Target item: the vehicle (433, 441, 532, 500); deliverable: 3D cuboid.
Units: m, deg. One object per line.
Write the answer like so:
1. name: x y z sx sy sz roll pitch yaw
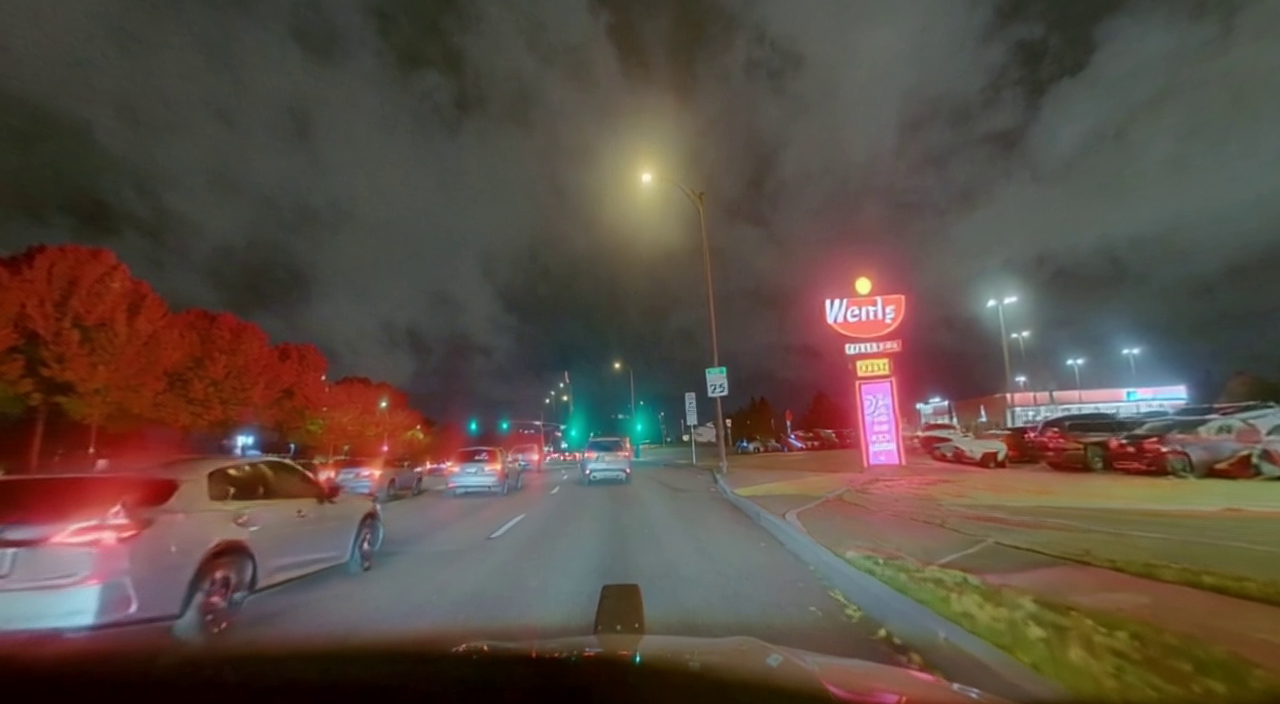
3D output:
1. vehicle: -4.630 3.529 19.232 1.974 1.549 4.603 1 -9 -2

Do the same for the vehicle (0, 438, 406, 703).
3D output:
1. vehicle: -4.265 1.609 5.974 2.090 1.506 5.326 1 -9 -1

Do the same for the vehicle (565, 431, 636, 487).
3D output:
1. vehicle: -1.379 3.586 21.336 2.144 1.704 4.028 1 -9 -5

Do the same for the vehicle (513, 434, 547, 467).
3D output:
1. vehicle: -7.249 6.506 41.566 2.082 2.018 4.308 2 -9 -9
